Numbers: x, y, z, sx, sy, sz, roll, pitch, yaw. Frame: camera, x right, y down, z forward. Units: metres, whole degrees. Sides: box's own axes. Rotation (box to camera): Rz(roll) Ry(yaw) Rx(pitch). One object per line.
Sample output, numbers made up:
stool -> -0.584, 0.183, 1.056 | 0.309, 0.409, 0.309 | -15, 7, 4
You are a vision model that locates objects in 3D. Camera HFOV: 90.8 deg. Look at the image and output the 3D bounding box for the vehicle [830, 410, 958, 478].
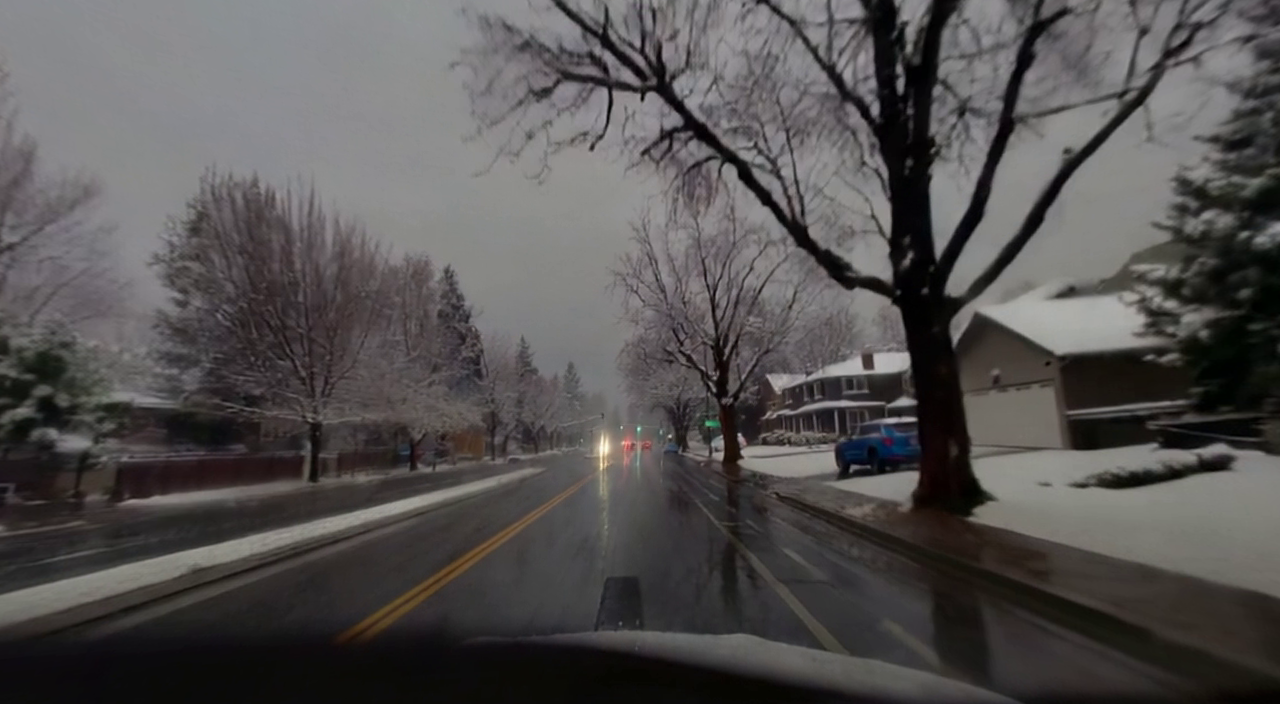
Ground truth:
vehicle -> 8.203, 3.102, 21.040 | 2.051, 1.801, 4.785 | -5, -9, -2
